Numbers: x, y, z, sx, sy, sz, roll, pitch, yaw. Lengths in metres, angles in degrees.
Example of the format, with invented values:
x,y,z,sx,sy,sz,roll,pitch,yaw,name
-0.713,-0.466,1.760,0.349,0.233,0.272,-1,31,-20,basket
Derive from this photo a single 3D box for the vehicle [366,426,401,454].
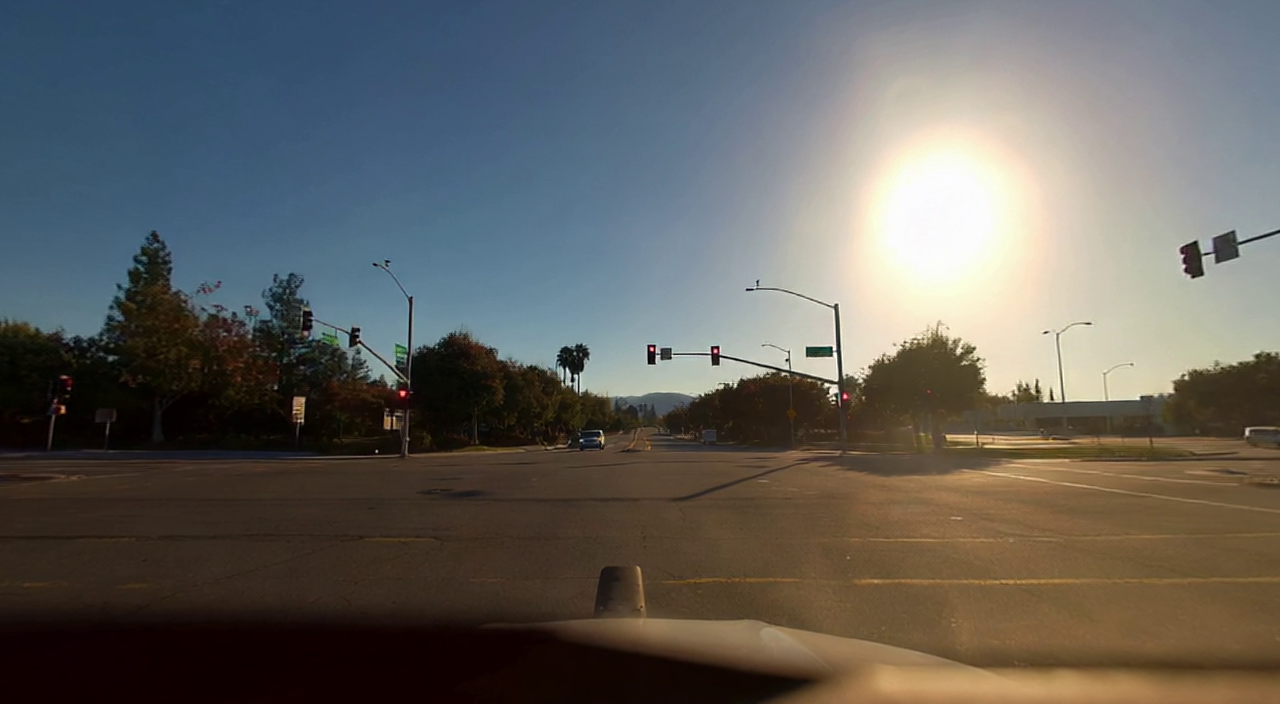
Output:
x,y,z,sx,sy,sz,roll,pitch,yaw,name
-20.005,6.854,48.889,1.873,2.079,2.879,5,-10,-33,vehicle
